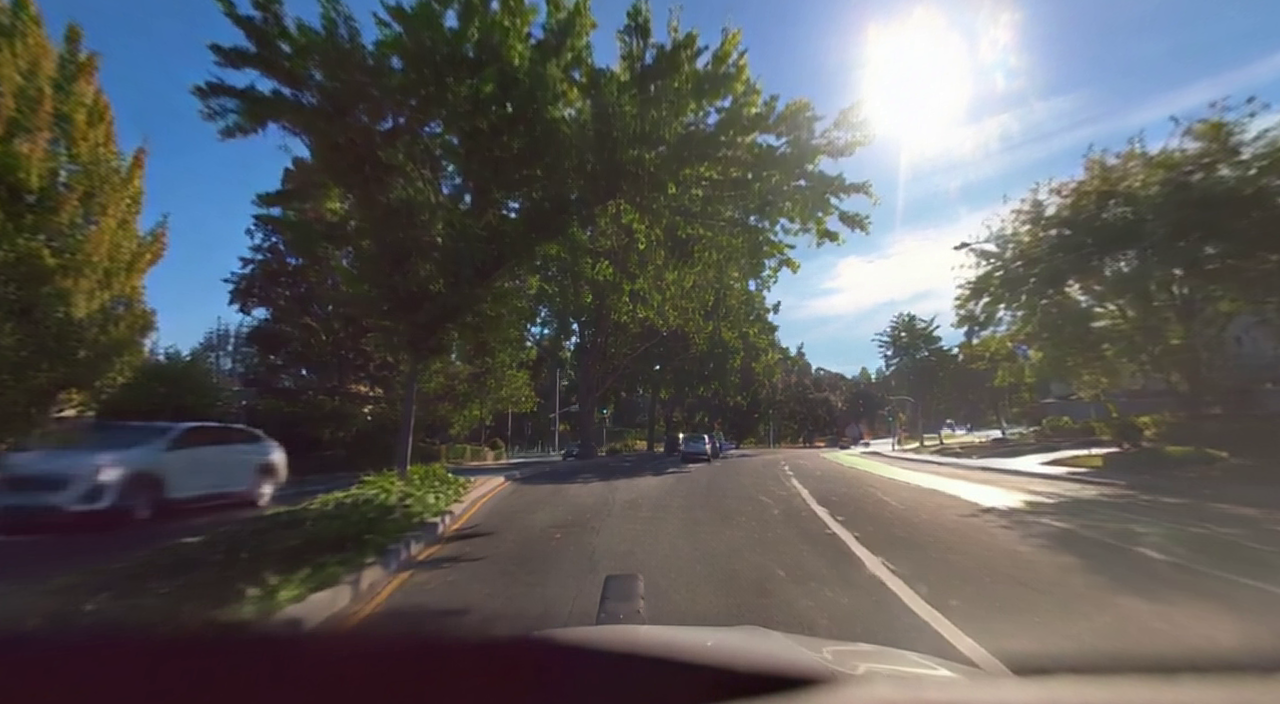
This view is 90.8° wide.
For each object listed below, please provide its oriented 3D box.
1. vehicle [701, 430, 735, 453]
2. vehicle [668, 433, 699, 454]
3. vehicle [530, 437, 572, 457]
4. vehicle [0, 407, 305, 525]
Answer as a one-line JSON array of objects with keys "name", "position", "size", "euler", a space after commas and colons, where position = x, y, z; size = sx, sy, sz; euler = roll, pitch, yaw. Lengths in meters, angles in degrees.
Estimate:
[{"name": "vehicle", "position": [6.162, 7.050, 49.389], "size": [2.286, 1.701, 4.395], "euler": [-2, -9, 12]}, {"name": "vehicle", "position": [3.431, 7.178, 49.356], "size": [1.923, 1.498, 3.887], "euler": [-2, -9, 12]}, {"name": "vehicle", "position": [-6.774, 7.357, 48.822], "size": [1.947, 1.486, 4.862], "euler": [-1, -9, 7]}, {"name": "vehicle", "position": [-9.159, 2.168, 12.385], "size": [2.182, 1.843, 4.604], "euler": [-1, -9, 7]}]
